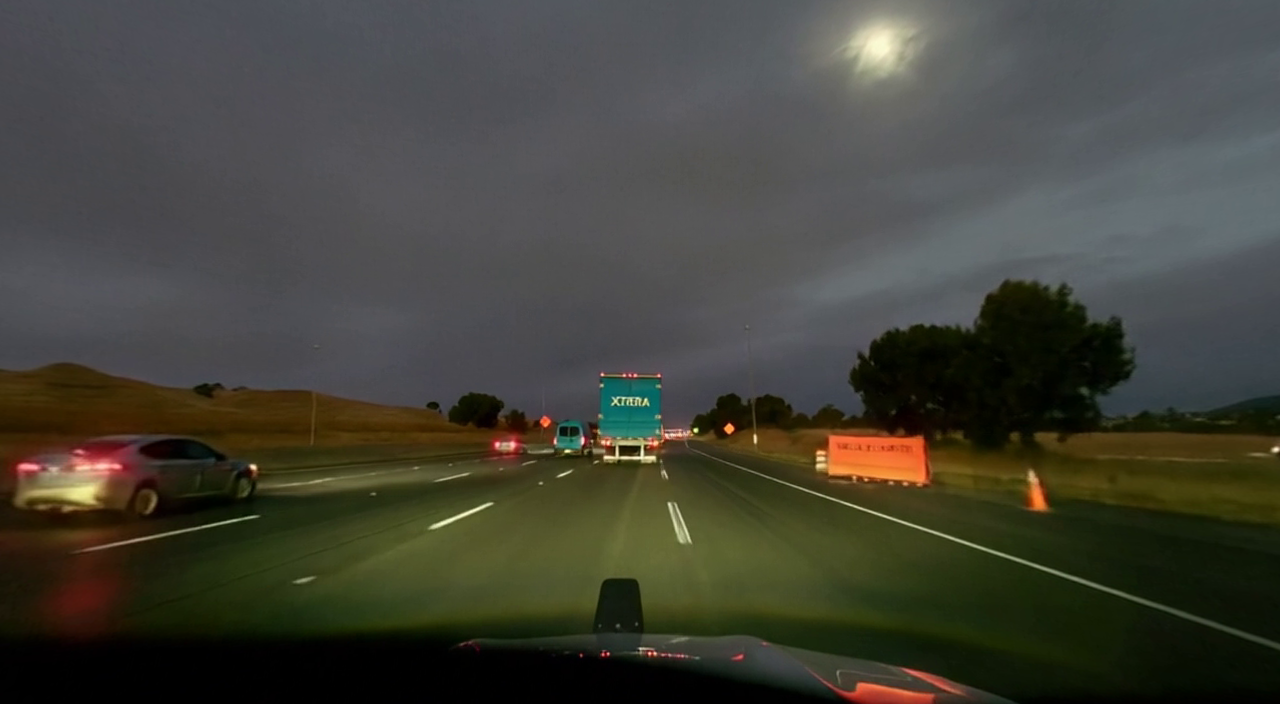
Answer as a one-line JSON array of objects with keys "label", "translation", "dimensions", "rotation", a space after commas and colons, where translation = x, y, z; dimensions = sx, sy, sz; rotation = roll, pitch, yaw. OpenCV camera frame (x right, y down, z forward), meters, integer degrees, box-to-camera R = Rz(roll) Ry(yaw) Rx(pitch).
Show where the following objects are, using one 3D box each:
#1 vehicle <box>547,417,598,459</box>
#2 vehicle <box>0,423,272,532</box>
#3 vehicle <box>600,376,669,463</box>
[{"label": "vehicle", "translation": [-4.361, 5.751, 41.875], "dimensions": [2.469, 2.615, 5.874], "rotation": [0, -8, 2]}, {"label": "vehicle", "translation": [-8.950, 2.093, 11.187], "dimensions": [1.915, 1.506, 4.594], "rotation": [0, -8, 2]}, {"label": "vehicle", "translation": [-0.167, 3.962, 33.994], "dimensions": [3.183, 4.011, 9.617], "rotation": [0, -10, 1]}]
